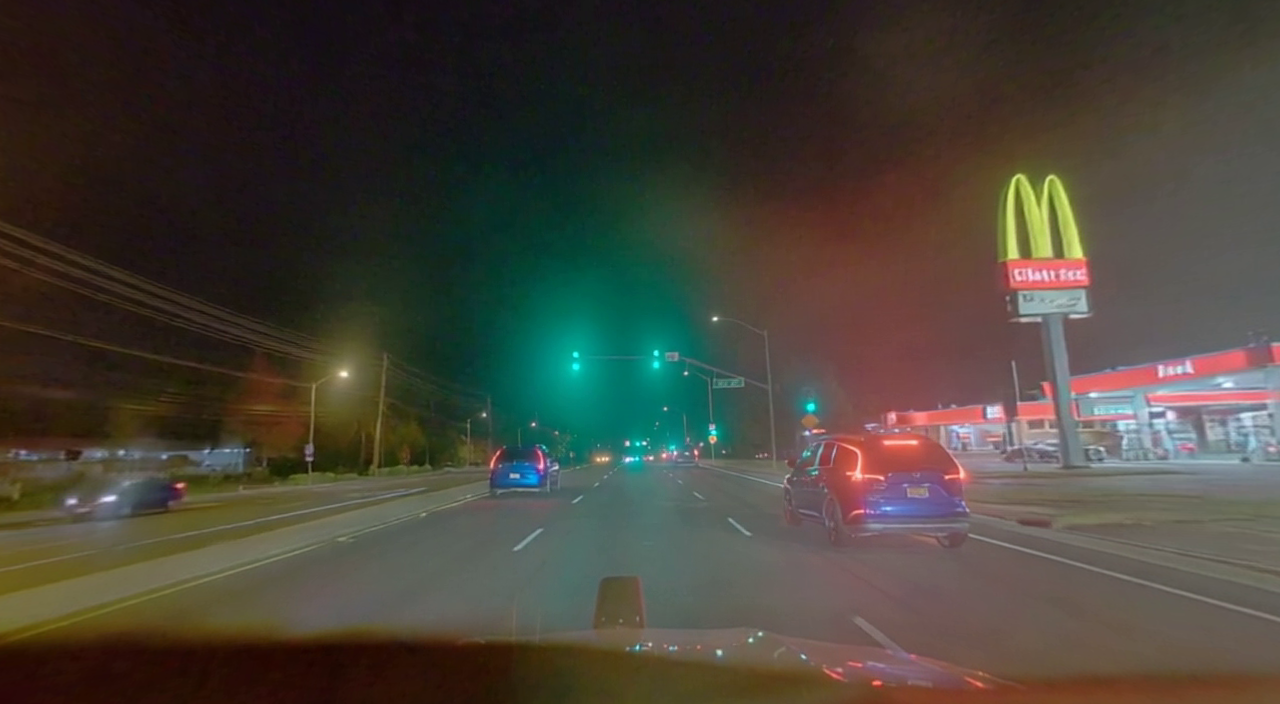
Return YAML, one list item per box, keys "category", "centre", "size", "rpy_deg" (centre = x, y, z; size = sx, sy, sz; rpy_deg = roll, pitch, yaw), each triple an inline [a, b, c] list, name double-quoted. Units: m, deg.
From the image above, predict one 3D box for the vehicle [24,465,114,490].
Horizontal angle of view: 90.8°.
- category: "vehicle"
  centre: [-39.578, 8.699, 43.992]
  size: [1.814, 1.452, 4.845]
  rpy_deg: [0, -9, -1]

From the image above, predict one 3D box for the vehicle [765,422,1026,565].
- category: "vehicle"
  centre: [3.464, 2.011, 9.748]
  size: [2.085, 1.655, 4.459]
  rpy_deg: [0, -9, -1]

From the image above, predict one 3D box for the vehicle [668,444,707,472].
- category: "vehicle"
  centre: [2.998, 6.804, 40.865]
  size: [2.066, 1.699, 4.419]
  rpy_deg: [0, -9, -2]

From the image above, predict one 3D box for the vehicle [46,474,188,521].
- category: "vehicle"
  centre: [-20.796, 5.765, 25.430]
  size: [1.849, 1.497, 4.444]
  rpy_deg: [0, -9, 1]

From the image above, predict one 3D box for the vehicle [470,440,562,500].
- category: "vehicle"
  centre: [-3.643, 3.536, 19.310]
  size: [1.935, 1.617, 4.045]
  rpy_deg: [0, -9, 1]
